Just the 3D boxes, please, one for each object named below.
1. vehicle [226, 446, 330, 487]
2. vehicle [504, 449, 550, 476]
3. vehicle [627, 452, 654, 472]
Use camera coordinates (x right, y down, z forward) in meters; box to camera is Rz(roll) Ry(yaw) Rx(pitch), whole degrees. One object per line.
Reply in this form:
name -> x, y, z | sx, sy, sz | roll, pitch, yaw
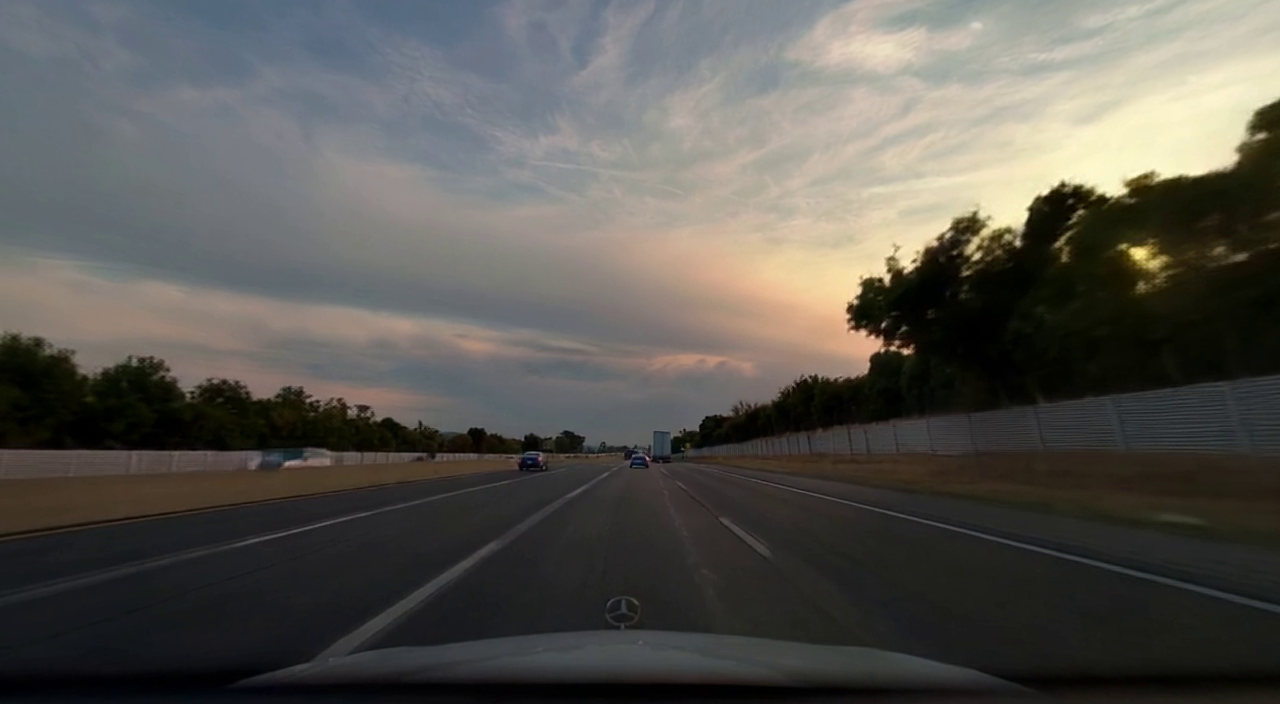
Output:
vehicle -> -16.840, 5.313, 29.675 | 2.096, 1.745, 4.728 | 0, -9, 0
vehicle -> -7.398, 7.272, 41.707 | 2.123, 1.671, 4.579 | 0, -9, 0
vehicle -> -0.005, 8.631, 49.495 | 2.033, 1.465, 3.775 | 0, -9, -1
